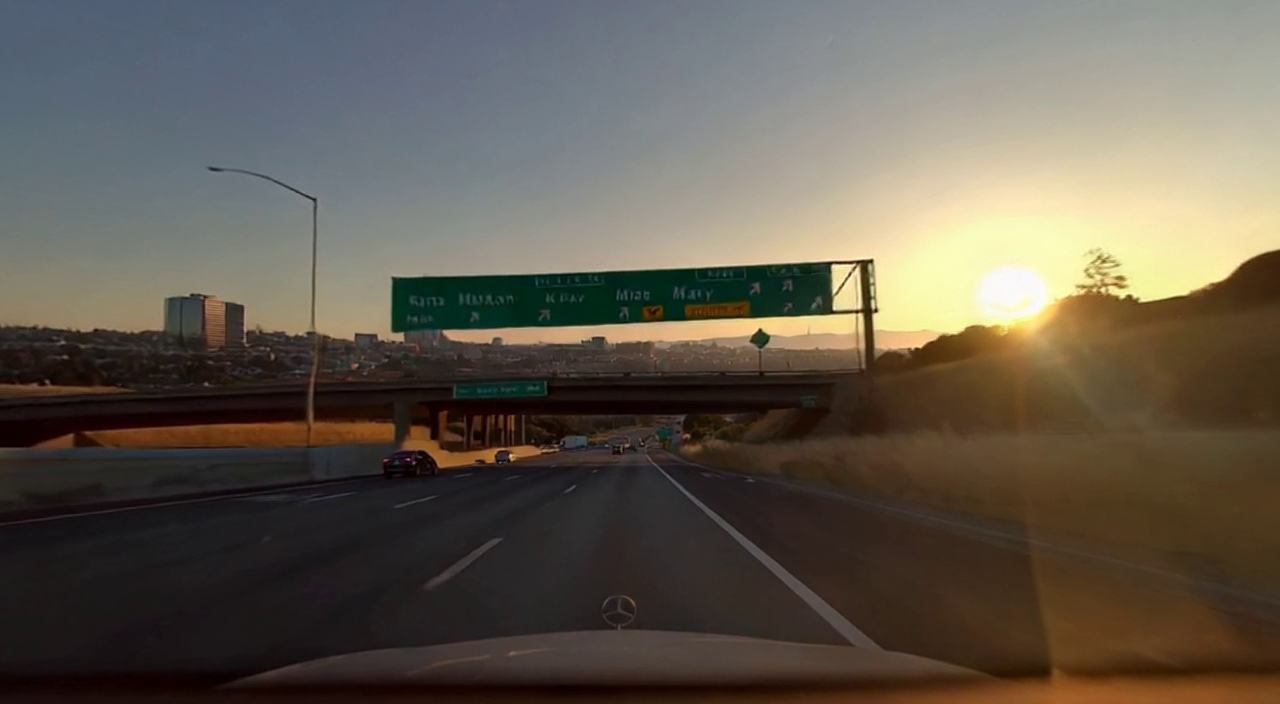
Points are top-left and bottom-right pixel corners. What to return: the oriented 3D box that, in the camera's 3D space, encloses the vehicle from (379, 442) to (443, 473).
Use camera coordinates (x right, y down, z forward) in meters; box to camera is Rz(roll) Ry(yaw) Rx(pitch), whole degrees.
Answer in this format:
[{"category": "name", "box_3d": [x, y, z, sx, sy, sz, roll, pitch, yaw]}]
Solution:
[{"category": "vehicle", "box_3d": [-14.333, 6.595, 39.907, 2.049, 1.792, 5.177, 0, -9, 0]}]
